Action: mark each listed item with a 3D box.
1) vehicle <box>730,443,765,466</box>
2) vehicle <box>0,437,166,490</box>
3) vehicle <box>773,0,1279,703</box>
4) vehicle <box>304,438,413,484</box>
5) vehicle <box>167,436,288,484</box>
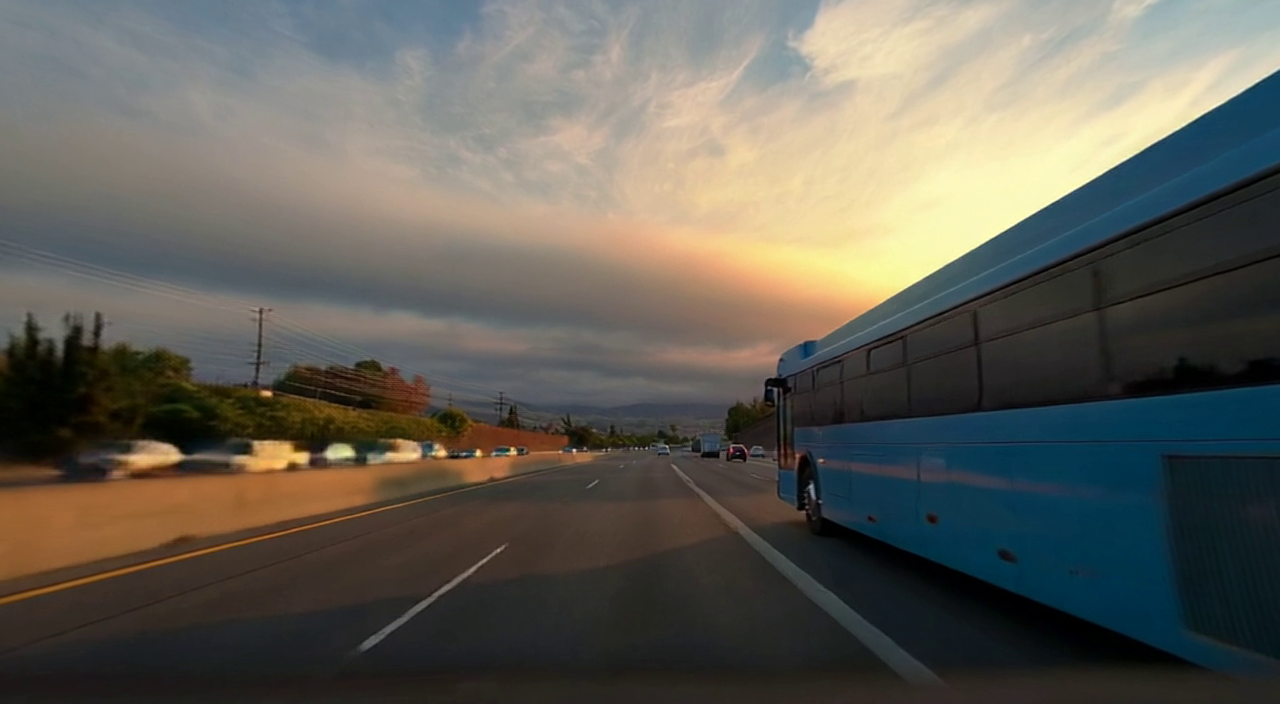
[{"bbox_3d":[8.117,7.737,47.917,2.032,1.654,4.089,0,-8,1],"label":"vehicle"},{"bbox_3d":[-21.500,4.280,24.626,2.153,1.821,4.865,0,-8,1],"label":"vehicle"},{"bbox_3d":[4.160,0.264,5.237,3.144,3.580,14.591,0,-8,1],"label":"vehicle"},{"bbox_3d":[-11.030,4.279,25.203,2.165,1.646,4.553,0,-8,1],"label":"vehicle"},{"bbox_3d":[-17.517,4.583,27.148,1.979,1.859,4.587,0,-8,1],"label":"vehicle"}]
